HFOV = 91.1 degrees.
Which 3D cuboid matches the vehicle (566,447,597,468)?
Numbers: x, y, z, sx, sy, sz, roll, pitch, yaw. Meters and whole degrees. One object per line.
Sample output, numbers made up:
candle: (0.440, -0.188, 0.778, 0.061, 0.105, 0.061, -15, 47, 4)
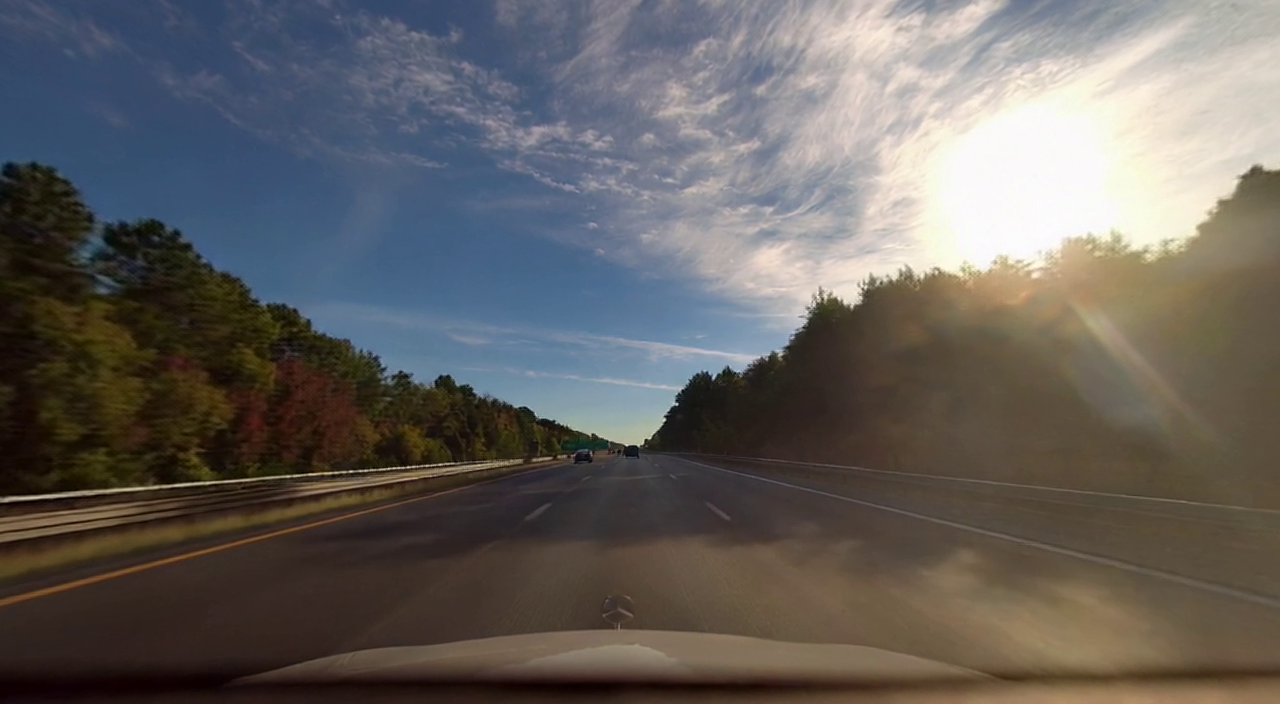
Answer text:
vehicle: (-4.357, 7.942, 47.486, 1.970, 1.492, 3.944, 0, -9, 0)
